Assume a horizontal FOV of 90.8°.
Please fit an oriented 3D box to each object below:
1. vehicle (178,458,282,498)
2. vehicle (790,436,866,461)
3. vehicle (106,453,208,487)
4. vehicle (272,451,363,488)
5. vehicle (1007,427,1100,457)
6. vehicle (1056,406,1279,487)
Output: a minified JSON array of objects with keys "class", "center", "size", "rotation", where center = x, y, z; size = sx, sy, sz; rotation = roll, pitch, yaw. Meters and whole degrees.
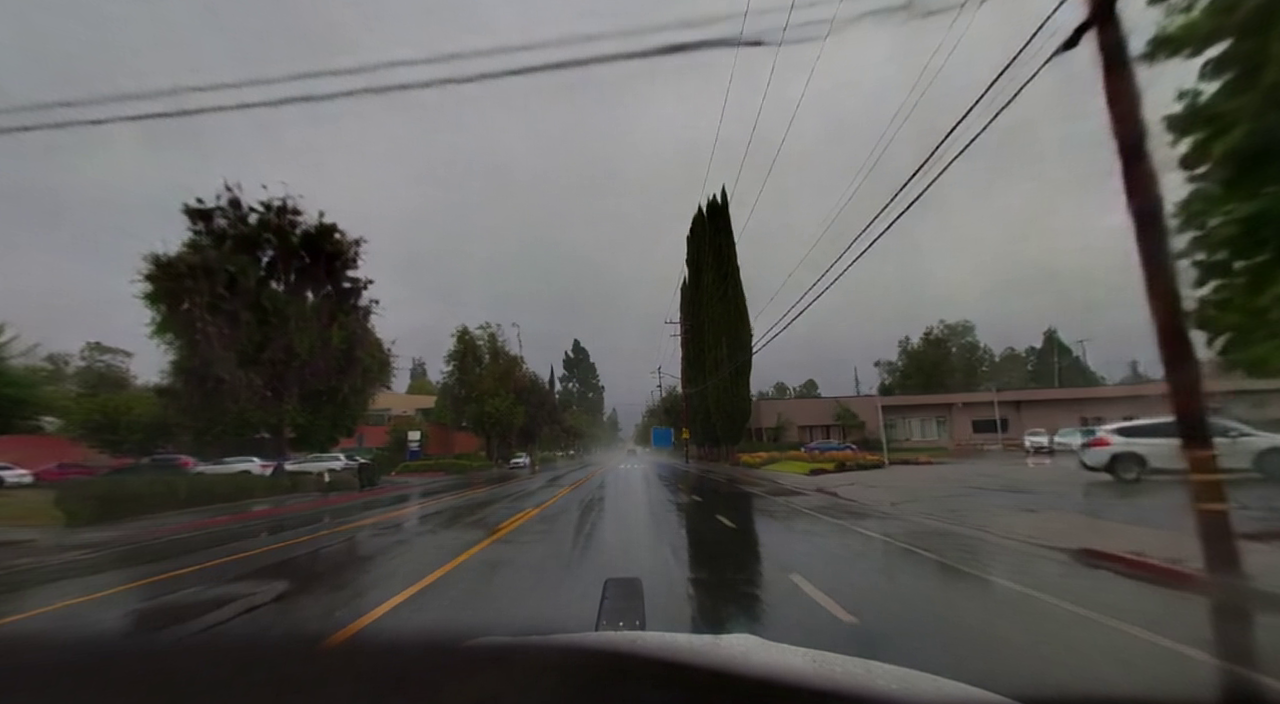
[{"class":"vehicle","center":[-17.343,5.265,26.679],"size":[4.708,1.472,1.994],"rotation":[-6,-11,35]},{"class":"vehicle","center":[12.815,6.588,43.084],"size":[4.554,1.668,1.974],"rotation":[-5,-10,28]},{"class":"vehicle","center":[-27.686,6.755,36.447],"size":[4.417,1.747,1.954],"rotation":[5,-10,-33]},{"class":"vehicle","center":[-16.560,5.960,32.402],"size":[4.311,1.746,1.984],"rotation":[-5,-10,29]},{"class":"vehicle","center":[22.332,4.832,34.103],"size":[4.750,1.505,1.928],"rotation":[3,-9,-26]},{"class":"vehicle","center":[12.715,2.214,14.790],"size":[4.632,1.701,1.975],"rotation":[-4,-10,26]}]
